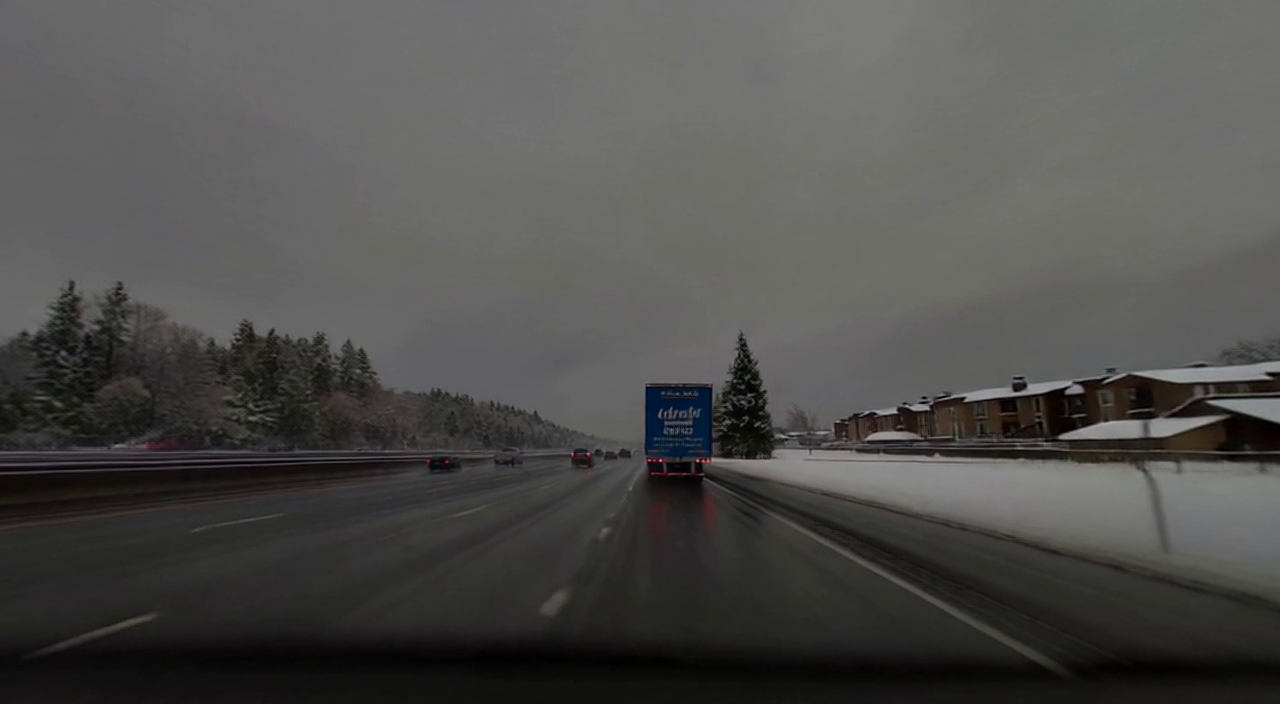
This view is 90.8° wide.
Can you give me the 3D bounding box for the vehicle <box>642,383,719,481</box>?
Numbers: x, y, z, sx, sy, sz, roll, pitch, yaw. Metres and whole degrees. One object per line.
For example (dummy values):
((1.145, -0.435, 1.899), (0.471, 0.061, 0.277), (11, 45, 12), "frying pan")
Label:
((1.749, 4.572, 34.430), (3.140, 4.100, 15.551), (0, -9, 0), "vehicle")
